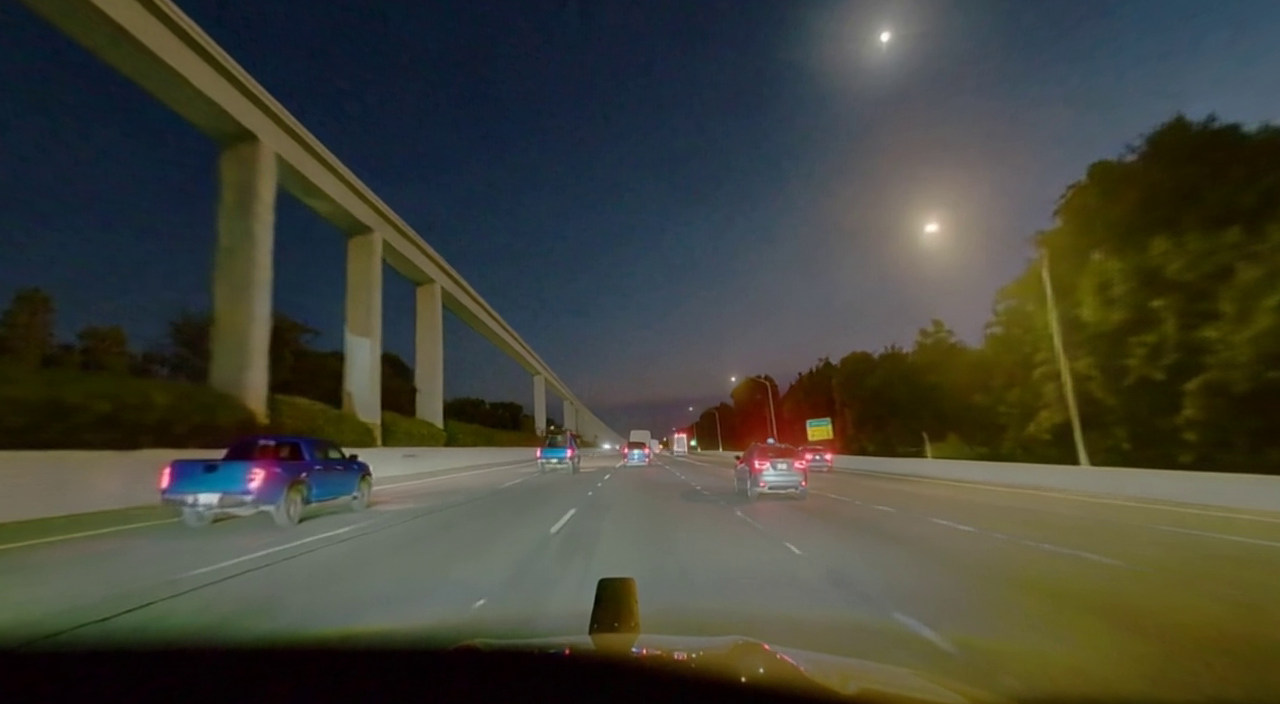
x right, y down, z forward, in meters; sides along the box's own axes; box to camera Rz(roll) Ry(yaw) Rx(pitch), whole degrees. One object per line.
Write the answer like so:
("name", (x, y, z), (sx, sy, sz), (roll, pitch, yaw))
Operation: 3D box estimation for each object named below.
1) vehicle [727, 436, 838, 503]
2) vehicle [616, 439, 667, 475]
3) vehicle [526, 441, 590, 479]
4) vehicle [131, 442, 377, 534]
("vehicle", (3.885, 3.286, 18.007), (2.119, 1.653, 4.000), (0, -9, -1))
("vehicle", (0.051, 5.777, 34.913), (2.572, 1.837, 5.693), (0, -9, 0))
("vehicle", (-3.939, 5.297, 31.278), (2.535, 1.715, 5.030), (0, -9, 0))
("vehicle", (-7.131, 2.534, 12.430), (1.947, 1.444, 4.595), (0, -9, 0))
